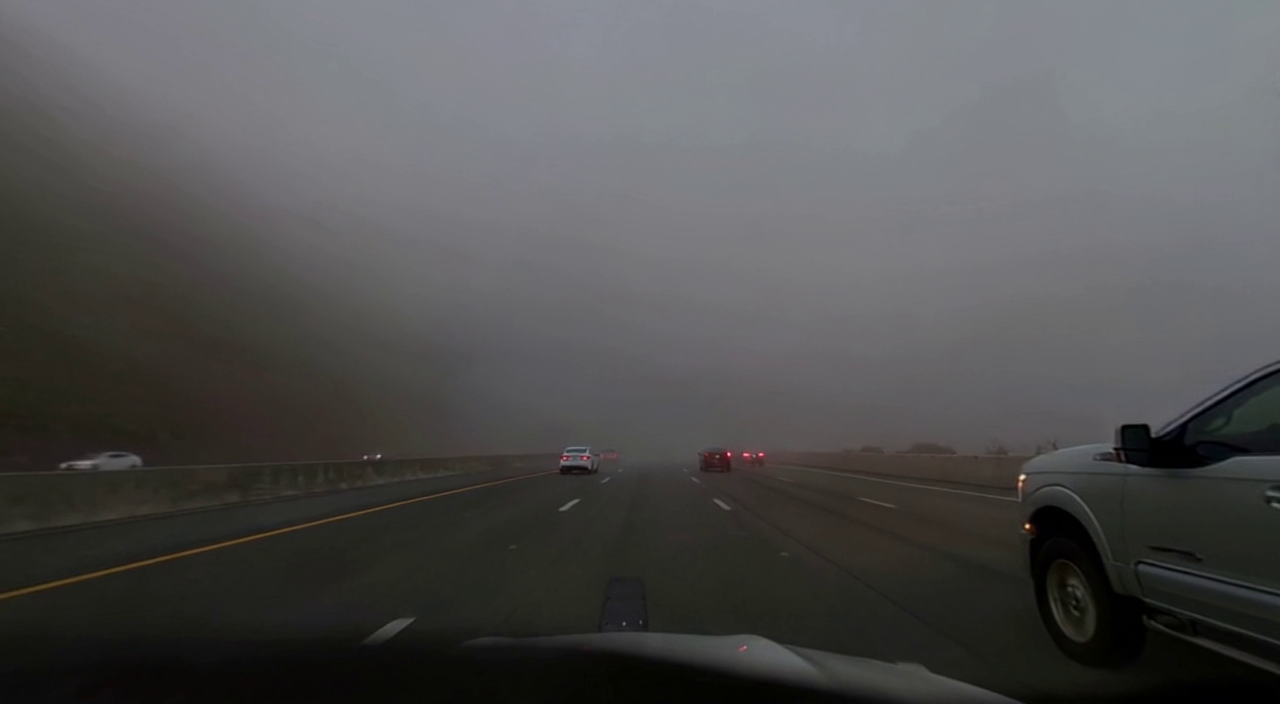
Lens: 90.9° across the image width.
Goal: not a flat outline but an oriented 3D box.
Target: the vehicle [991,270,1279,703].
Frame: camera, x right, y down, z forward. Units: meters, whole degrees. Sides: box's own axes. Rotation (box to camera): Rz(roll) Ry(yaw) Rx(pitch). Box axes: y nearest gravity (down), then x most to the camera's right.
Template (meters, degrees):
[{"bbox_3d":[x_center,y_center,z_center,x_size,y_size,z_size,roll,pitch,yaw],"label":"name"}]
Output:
[{"bbox_3d":[3.439,0.557,1.645,2.098,1.925,5.171,0,-8,1],"label":"vehicle"}]

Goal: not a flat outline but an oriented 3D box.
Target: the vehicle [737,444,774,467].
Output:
[{"bbox_3d":[8.665,7.775,47.731,1.986,1.633,4.430,0,-8,0],"label":"vehicle"}]

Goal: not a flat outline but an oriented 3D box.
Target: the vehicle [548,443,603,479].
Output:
[{"bbox_3d":[-3.152,5.443,31.745,2.113,1.636,4.494,-1,-8,2],"label":"vehicle"}]

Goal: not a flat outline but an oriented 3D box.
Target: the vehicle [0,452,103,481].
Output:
[{"bbox_3d":[-33.858,6.546,36.297,1.775,1.484,4.600,0,-8,1],"label":"vehicle"}]

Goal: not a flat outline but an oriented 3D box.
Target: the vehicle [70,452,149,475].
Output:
[{"bbox_3d":[-38.007,7.974,45.313,1.704,1.460,4.468,0,-8,1],"label":"vehicle"}]

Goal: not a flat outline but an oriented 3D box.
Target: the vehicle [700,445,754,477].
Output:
[{"bbox_3d":[4.251,5.394,31.479,2.046,1.471,4.333,0,-8,0],"label":"vehicle"}]
